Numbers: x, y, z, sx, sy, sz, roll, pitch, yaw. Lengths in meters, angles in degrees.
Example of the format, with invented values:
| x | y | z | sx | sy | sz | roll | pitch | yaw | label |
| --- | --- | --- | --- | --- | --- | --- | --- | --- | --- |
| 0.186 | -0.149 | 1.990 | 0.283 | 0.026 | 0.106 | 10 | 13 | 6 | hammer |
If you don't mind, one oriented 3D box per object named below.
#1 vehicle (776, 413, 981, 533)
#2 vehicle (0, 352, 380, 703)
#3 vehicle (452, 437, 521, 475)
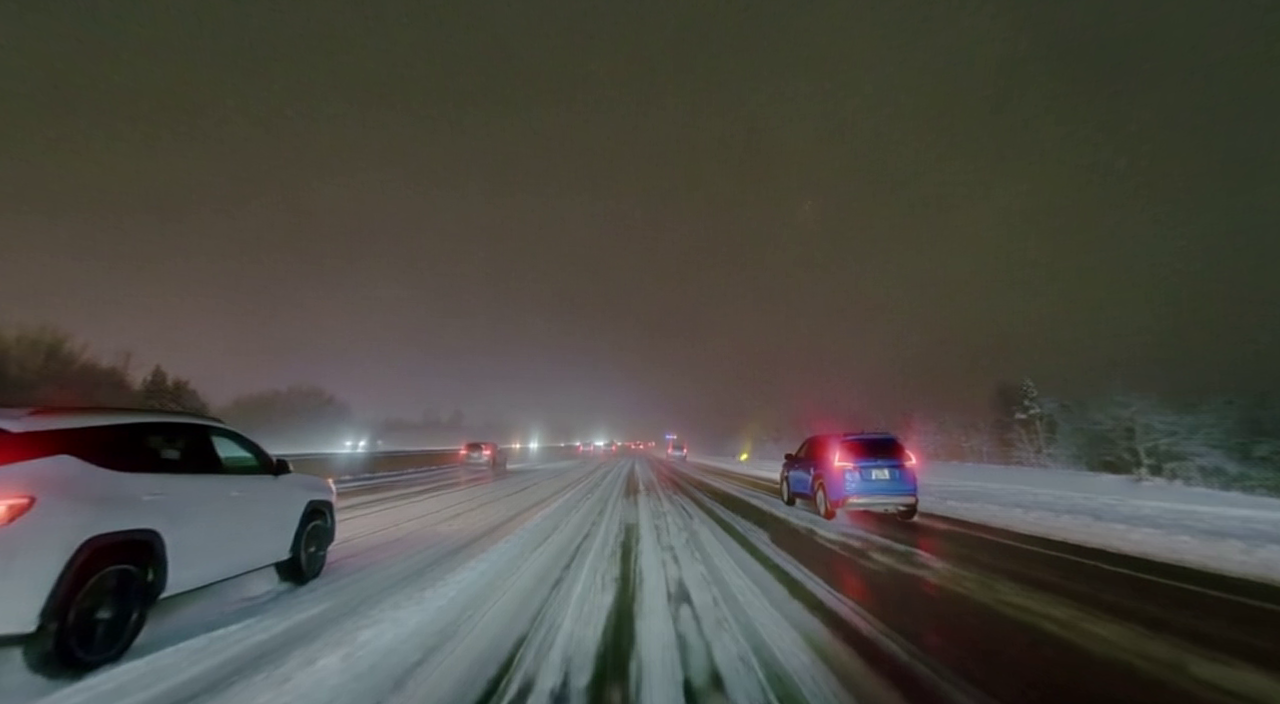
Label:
| x | y | z | sx | sy | sz | roll | pitch | yaw | label |
| --- | --- | --- | --- | --- | --- | --- | --- | --- | --- |
| 4.260 | 2.255 | 12.294 | 2.153 | 1.860 | 4.689 | 0 | -9 | 0 | vehicle |
| -4.034 | 1.154 | 4.687 | 2.214 | 1.743 | 4.465 | 0 | -9 | 1 | vehicle |
| -7.398 | 5.075 | 30.829 | 2.095 | 1.696 | 4.680 | -1 | -9 | 1 | vehicle |
